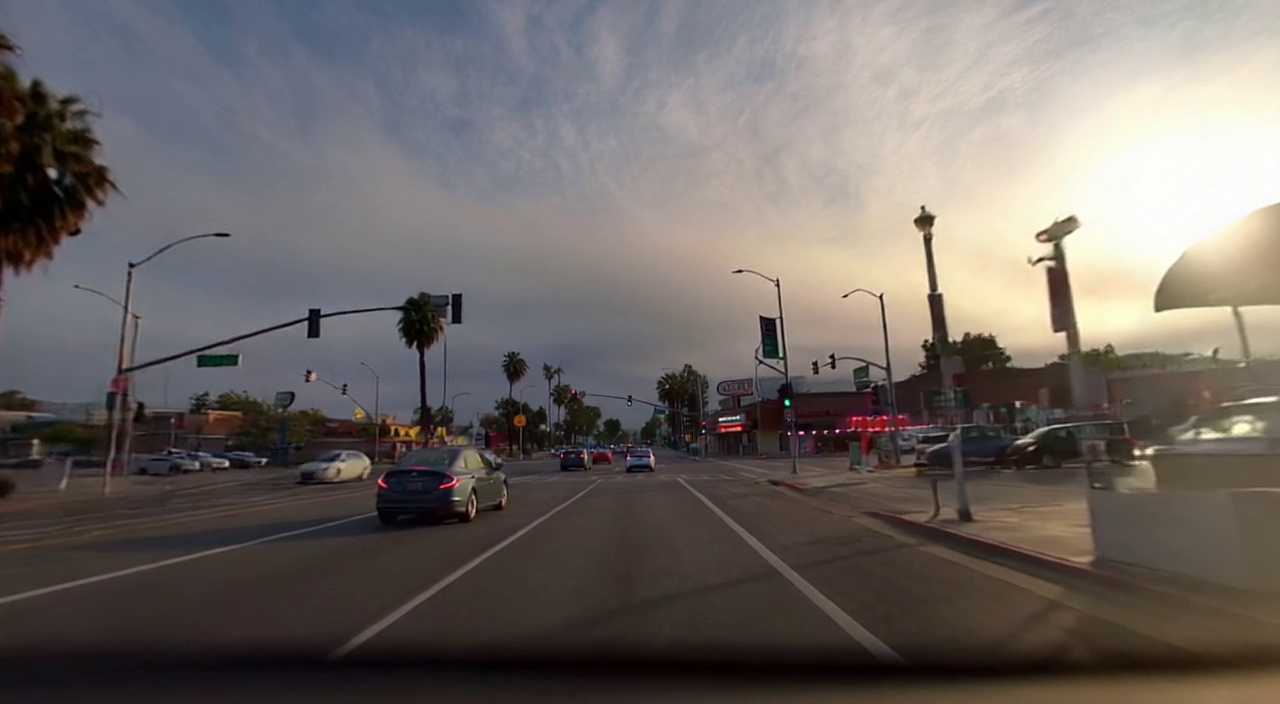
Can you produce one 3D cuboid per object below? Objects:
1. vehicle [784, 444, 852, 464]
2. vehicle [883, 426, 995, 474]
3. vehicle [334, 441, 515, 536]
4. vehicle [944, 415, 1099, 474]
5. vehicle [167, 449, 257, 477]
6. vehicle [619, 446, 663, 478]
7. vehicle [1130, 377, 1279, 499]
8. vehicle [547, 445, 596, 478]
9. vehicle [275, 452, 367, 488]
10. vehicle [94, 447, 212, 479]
[{"bbox_3d":[13.472,7.732,47.697,4.532,1.504,2.087,0,-8,1],"label":"vehicle"},{"bbox_3d":[11.065,3.679,23.636,1.982,1.623,4.211,0,-8,-2],"label":"vehicle"},{"bbox_3d":[-3.955,2.550,12.466,1.904,1.513,4.410,-1,-8,2],"label":"vehicle"},{"bbox_3d":[13.753,3.436,23.261,2.345,1.886,5.809,-1,-8,3],"label":"vehicle"},{"bbox_3d":[-29.565,7.674,43.478,4.640,1.809,2.118,-1,-8,2],"label":"vehicle"},{"bbox_3d":[0.087,5.668,32.581,2.094,1.496,4.070,0,-8,1],"label":"vehicle"},{"bbox_3d":[11.023,1.326,10.023,2.111,1.875,5.301,-3,-9,1],"label":"vehicle"},{"bbox_3d":[-3.543,5.726,33.179,1.979,1.634,3.957,-1,-8,2],"label":"vehicle"},{"bbox_3d":[-15.040,5.557,29.930,1.930,1.476,4.543,0,-8,1],"label":"vehicle"},{"bbox_3d":[-31.027,7.100,40.149,5.616,1.927,2.324,-1,-8,2],"label":"vehicle"}]
